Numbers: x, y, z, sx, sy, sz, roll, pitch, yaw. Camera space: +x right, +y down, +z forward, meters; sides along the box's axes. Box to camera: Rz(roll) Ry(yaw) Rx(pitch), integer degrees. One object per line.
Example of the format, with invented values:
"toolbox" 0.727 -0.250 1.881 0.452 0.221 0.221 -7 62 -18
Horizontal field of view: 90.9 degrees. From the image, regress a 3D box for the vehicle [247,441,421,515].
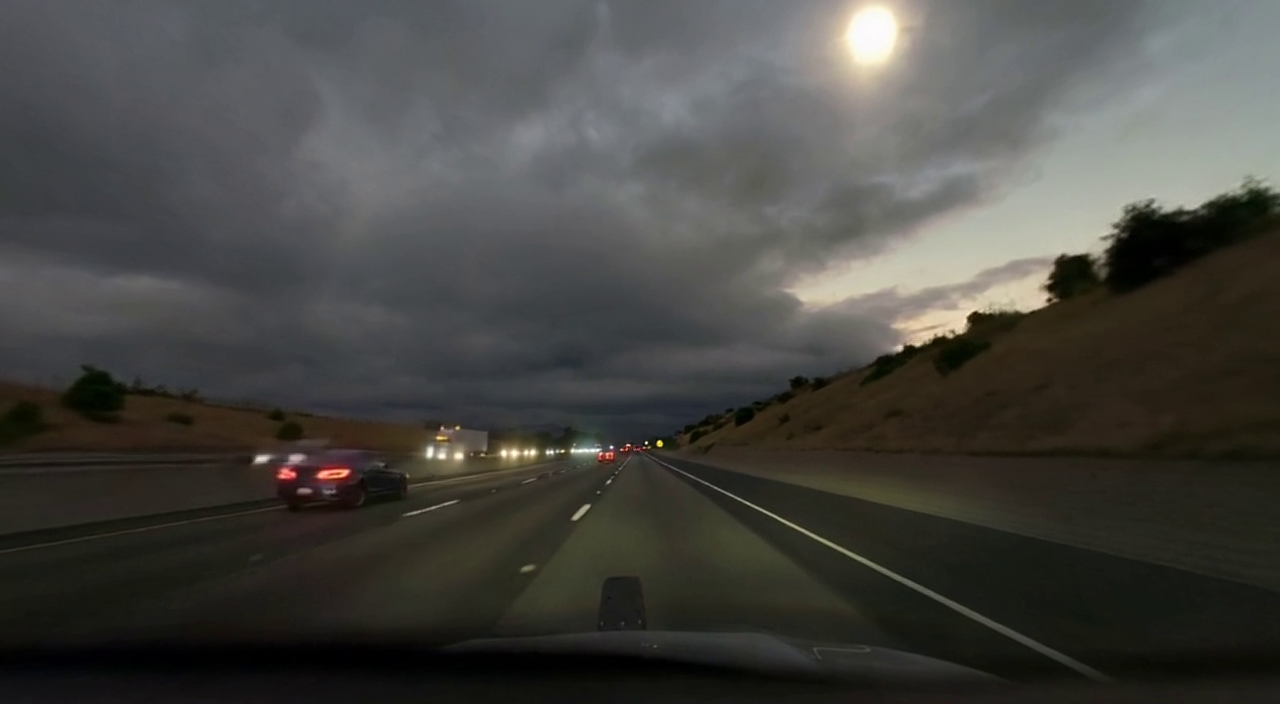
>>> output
"vehicle" -6.997 2.909 15.017 1.966 1.476 4.240 0 -9 1
